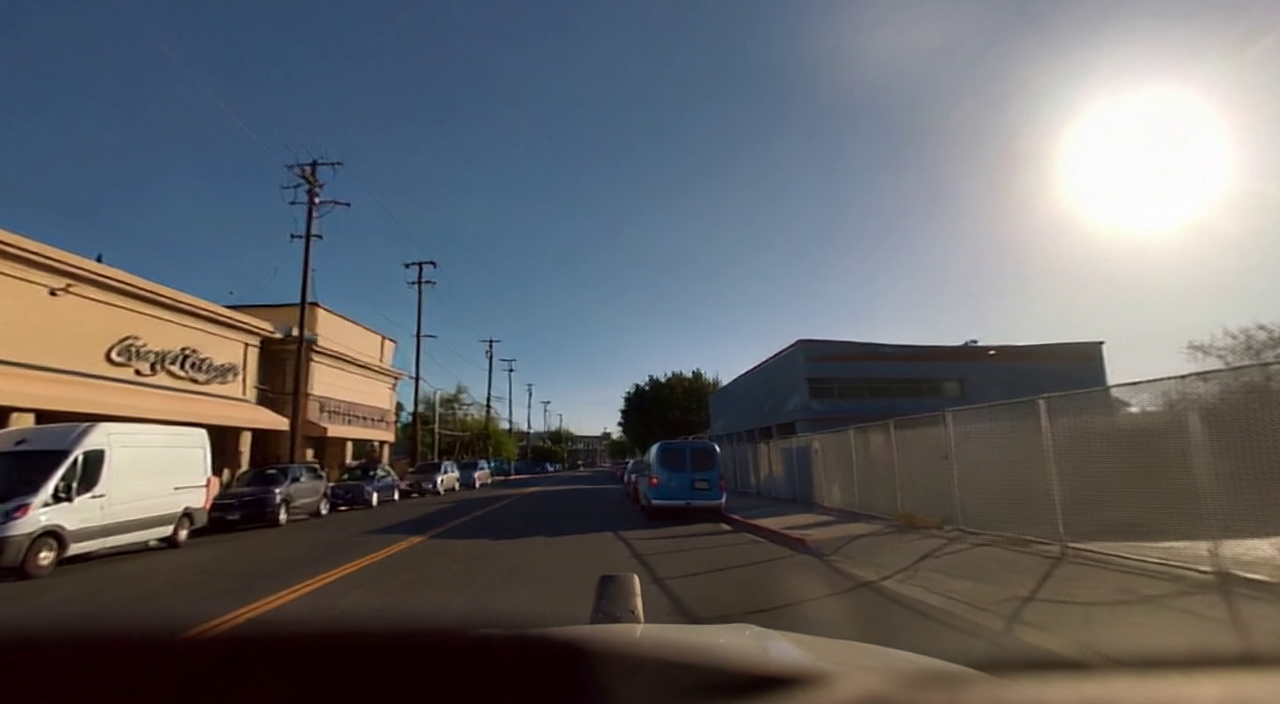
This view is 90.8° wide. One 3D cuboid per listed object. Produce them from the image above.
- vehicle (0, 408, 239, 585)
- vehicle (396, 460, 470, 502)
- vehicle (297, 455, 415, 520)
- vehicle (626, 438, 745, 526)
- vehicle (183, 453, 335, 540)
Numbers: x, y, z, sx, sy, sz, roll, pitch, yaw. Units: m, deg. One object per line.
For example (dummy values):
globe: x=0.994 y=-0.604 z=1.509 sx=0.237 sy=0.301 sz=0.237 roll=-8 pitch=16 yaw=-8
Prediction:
vehicle: x=-9.485 y=2.389 z=10.852 sx=2.435 sy=2.308 sz=4.937 roll=-3 pitch=-9 yaw=-7
vehicle: x=-11.208 y=6.975 z=34.715 sx=2.504 sy=1.919 sz=5.658 roll=0 pitch=-8 yaw=-4
vehicle: x=-10.342 y=4.926 z=23.638 sx=2.304 sy=1.937 sz=5.720 roll=-1 pitch=-8 yaw=-6
vehicle: x=1.020 y=3.517 z=17.970 sx=2.327 sy=2.021 sz=5.850 roll=0 pitch=-9 yaw=-6
vehicle: x=-9.951 y=3.720 z=16.928 sx=1.857 sy=1.908 sz=4.081 roll=0 pitch=-8 yaw=-6
